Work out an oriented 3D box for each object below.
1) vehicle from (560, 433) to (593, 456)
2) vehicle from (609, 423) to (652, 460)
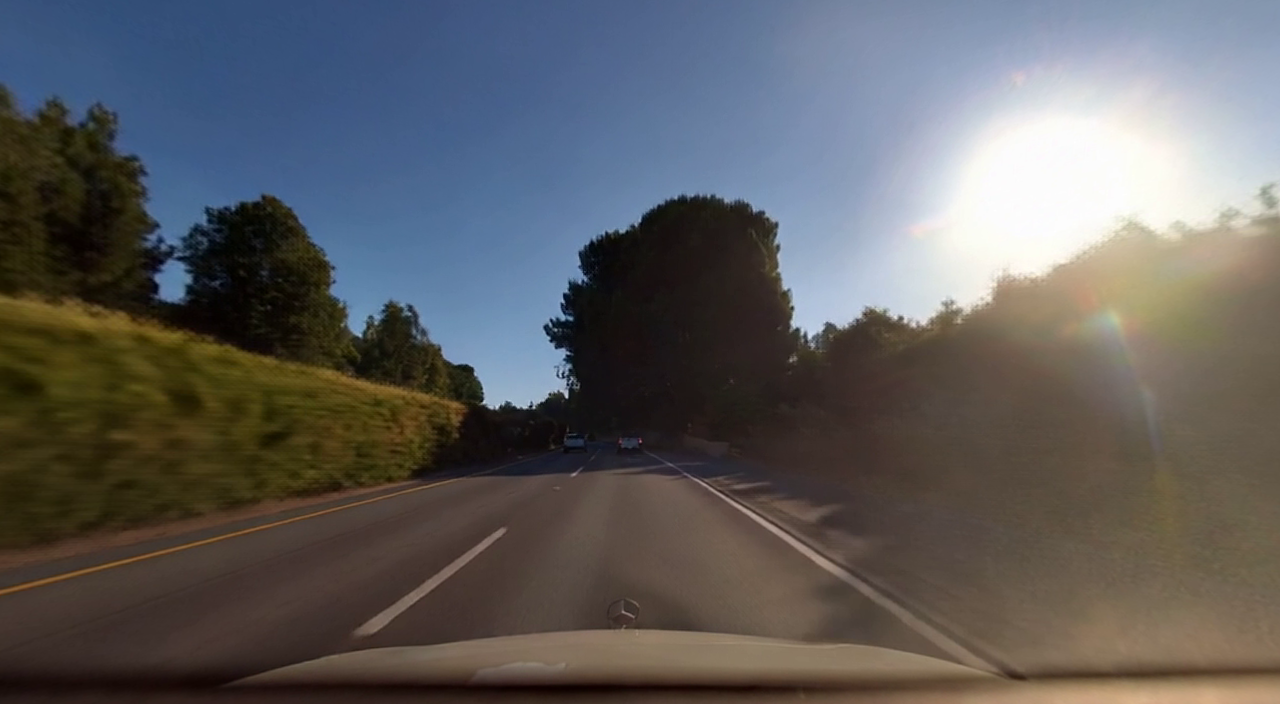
[{"bbox_3d":[-4.636,6.802,46.393,2.062,1.567,4.117,0,-8,-1],"label":"vehicle"},{"bbox_3d":[-0.545,5.011,35.257,2.223,1.957,4.416,0,-8,-1],"label":"vehicle"}]
